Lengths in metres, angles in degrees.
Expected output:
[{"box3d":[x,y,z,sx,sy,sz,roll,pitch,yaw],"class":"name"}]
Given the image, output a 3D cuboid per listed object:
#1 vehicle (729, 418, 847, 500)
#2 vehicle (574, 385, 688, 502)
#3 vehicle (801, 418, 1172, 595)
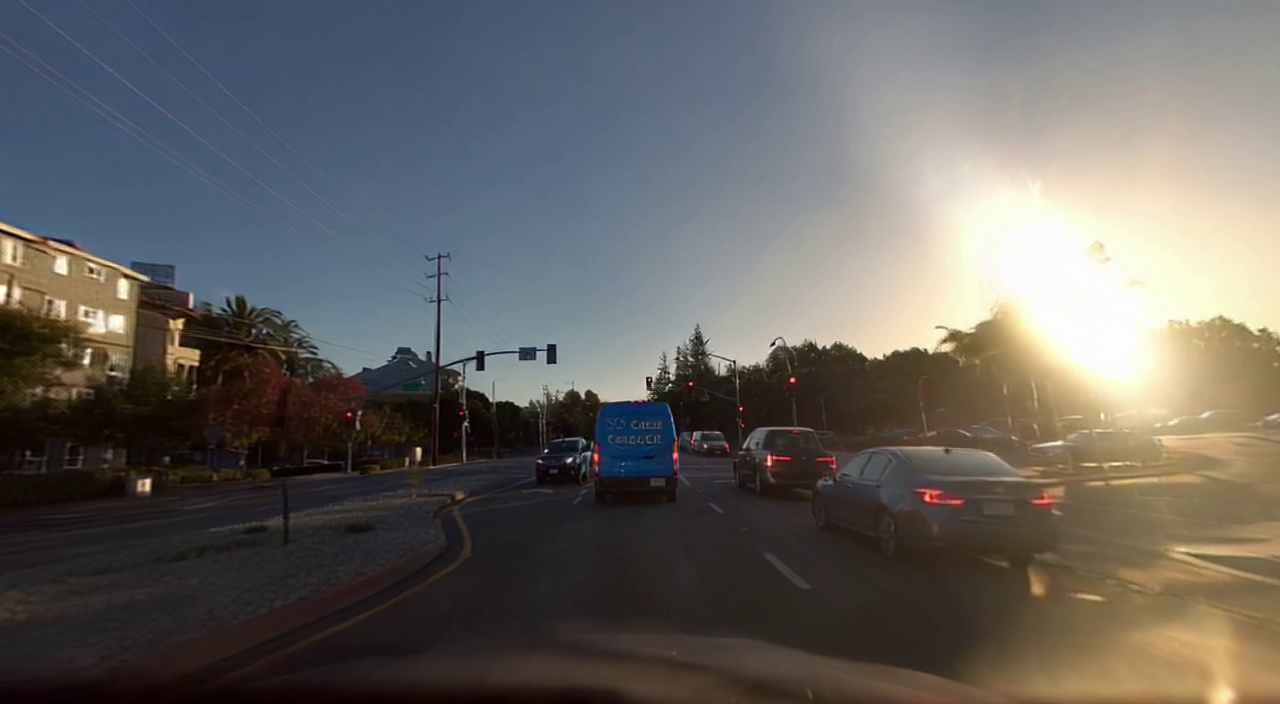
[{"box3d":[3.531,2.654,15.948,1.965,1.771,4.295,0,-8,0],"class":"vehicle"},{"box3d":[-0.078,2.314,16.013,2.422,2.488,4.992,-1,-8,3],"class":"vehicle"},{"box3d":[3.520,1.644,7.681,1.951,1.483,4.582,0,-8,1],"class":"vehicle"}]
